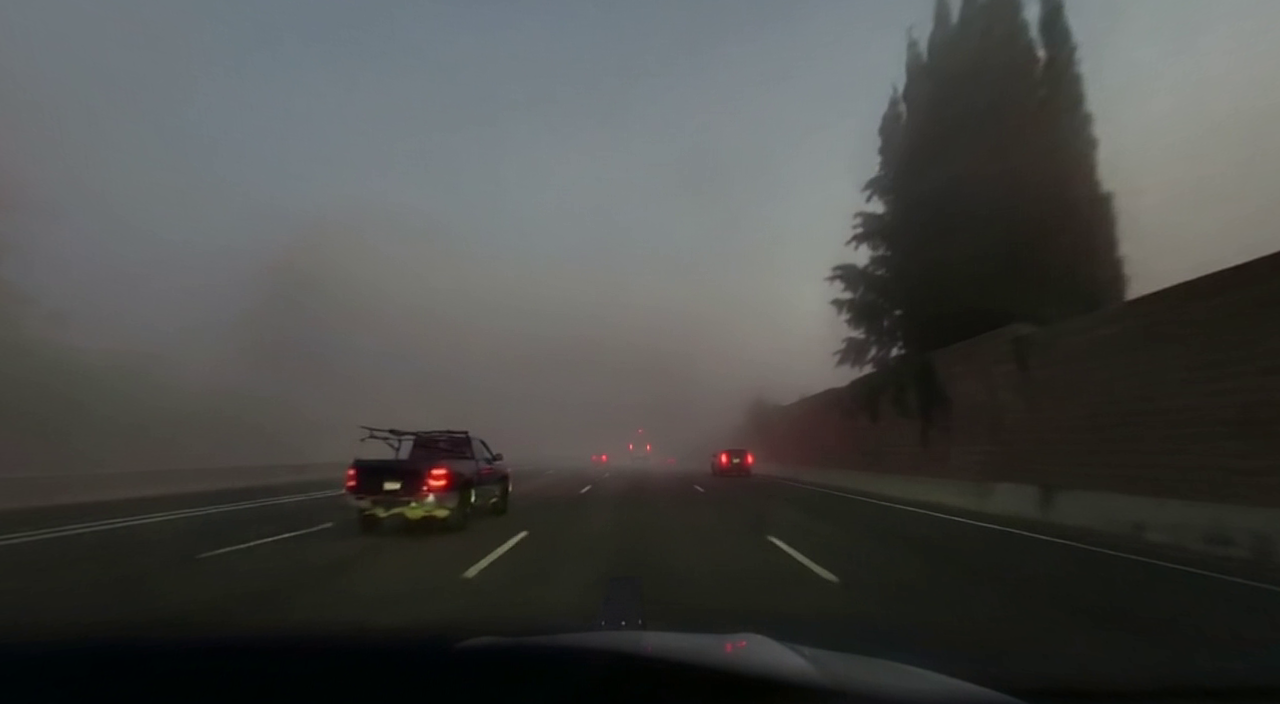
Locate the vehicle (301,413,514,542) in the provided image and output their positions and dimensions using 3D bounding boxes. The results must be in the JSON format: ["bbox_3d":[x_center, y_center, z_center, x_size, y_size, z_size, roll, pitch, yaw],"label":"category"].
[{"bbox_3d":[-3.760,2.126,11.213,2.014,1.811,4.369,0,-9,1],"label":"vehicle"}]

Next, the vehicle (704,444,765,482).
[{"bbox_3d":[4.069,4.860,27.850,1.973,1.536,4.337,0,-9,-1],"label":"vehicle"}]
